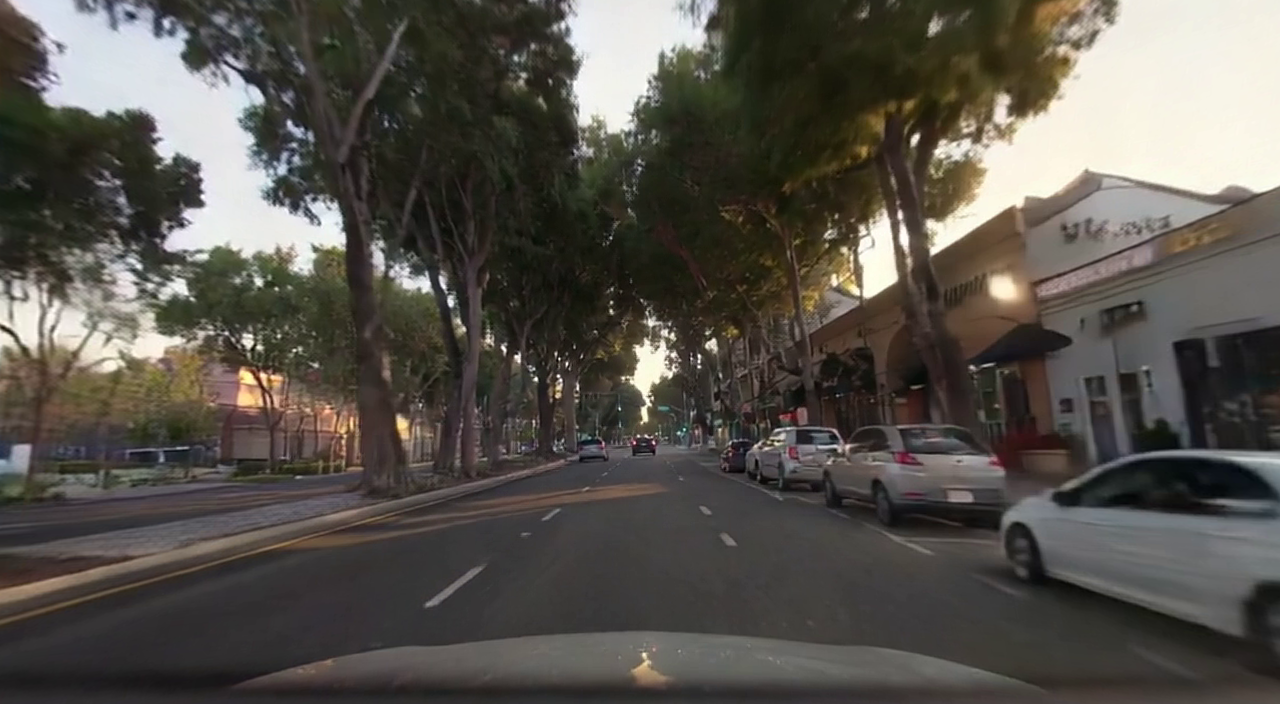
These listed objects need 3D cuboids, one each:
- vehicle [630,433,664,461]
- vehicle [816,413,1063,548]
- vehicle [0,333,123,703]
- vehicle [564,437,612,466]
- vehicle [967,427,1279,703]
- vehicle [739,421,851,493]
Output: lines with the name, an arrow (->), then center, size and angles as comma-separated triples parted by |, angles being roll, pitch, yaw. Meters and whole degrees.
vehicle -> 0.451, 6.206, 41.273 | 2.075, 1.770, 4.018 | 0, -8, 0
vehicle -> 4.443, 1.965, 10.300 | 1.900, 1.702, 4.358 | 0, -8, 0
vehicle -> -3.489, 0.513, 0.413 | 2.186, 1.708, 4.746 | 0, -8, 1
vehicle -> -2.819, 5.523, 35.086 | 2.151, 1.484, 4.468 | 0, -8, 2
vehicle -> 4.303, 1.268, 4.273 | 1.896, 1.451, 4.329 | 0, -8, 1
vehicle -> 4.318, 3.033, 18.467 | 2.068, 1.809, 4.889 | 0, -8, 0
